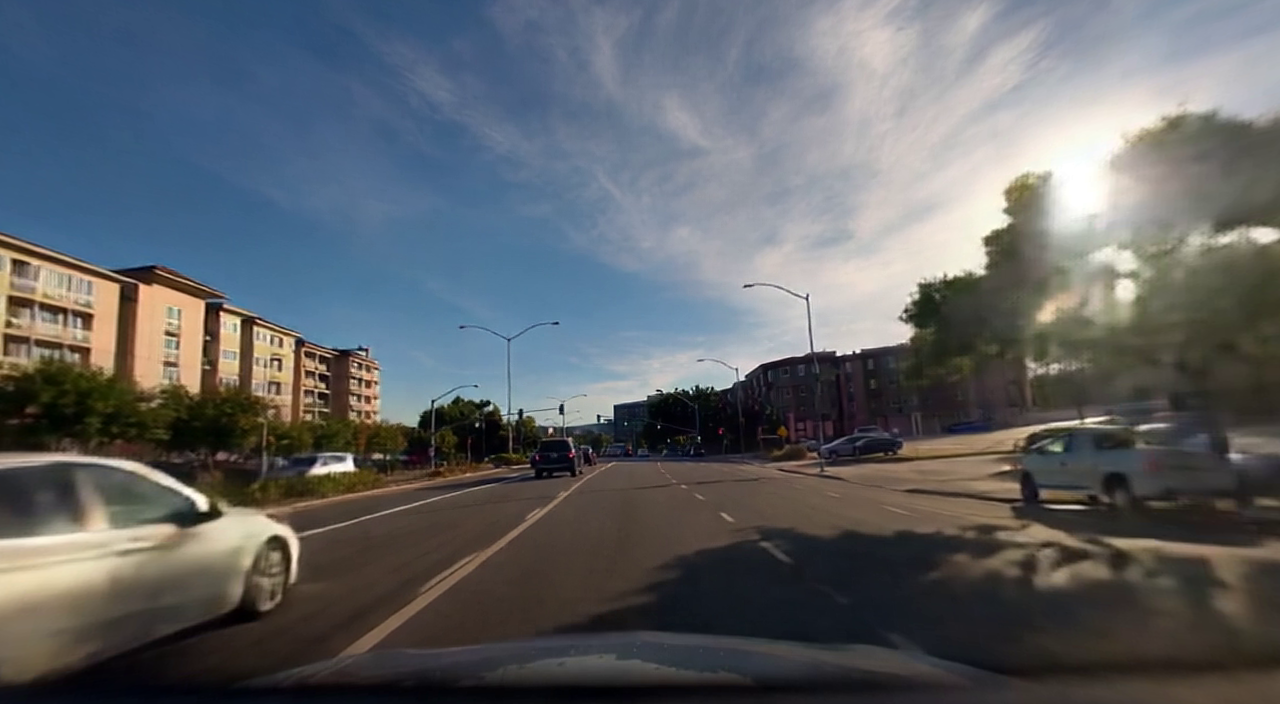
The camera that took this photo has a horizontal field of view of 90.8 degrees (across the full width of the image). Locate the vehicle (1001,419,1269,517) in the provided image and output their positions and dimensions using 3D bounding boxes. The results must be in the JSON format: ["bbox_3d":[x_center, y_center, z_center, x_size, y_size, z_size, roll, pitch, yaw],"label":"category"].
[{"bbox_3d":[9.859,2.340,13.172,1.992,1.664,4.246,0,-9,-3],"label":"vehicle"}]

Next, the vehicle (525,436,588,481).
[{"bbox_3d":[-3.808,4.974,29.804,2.220,1.888,4.904,-1,-9,1],"label":"vehicle"}]

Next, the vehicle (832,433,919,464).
[{"bbox_3d":[13.757,5.679,37.154,4.399,1.722,2.202,-2,-9,9],"label":"vehicle"}]

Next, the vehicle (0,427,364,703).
[{"bbox_3d":[-3.739,1.242,3.877,2.144,1.447,4.421,0,-9,-1],"label":"vehicle"}]
